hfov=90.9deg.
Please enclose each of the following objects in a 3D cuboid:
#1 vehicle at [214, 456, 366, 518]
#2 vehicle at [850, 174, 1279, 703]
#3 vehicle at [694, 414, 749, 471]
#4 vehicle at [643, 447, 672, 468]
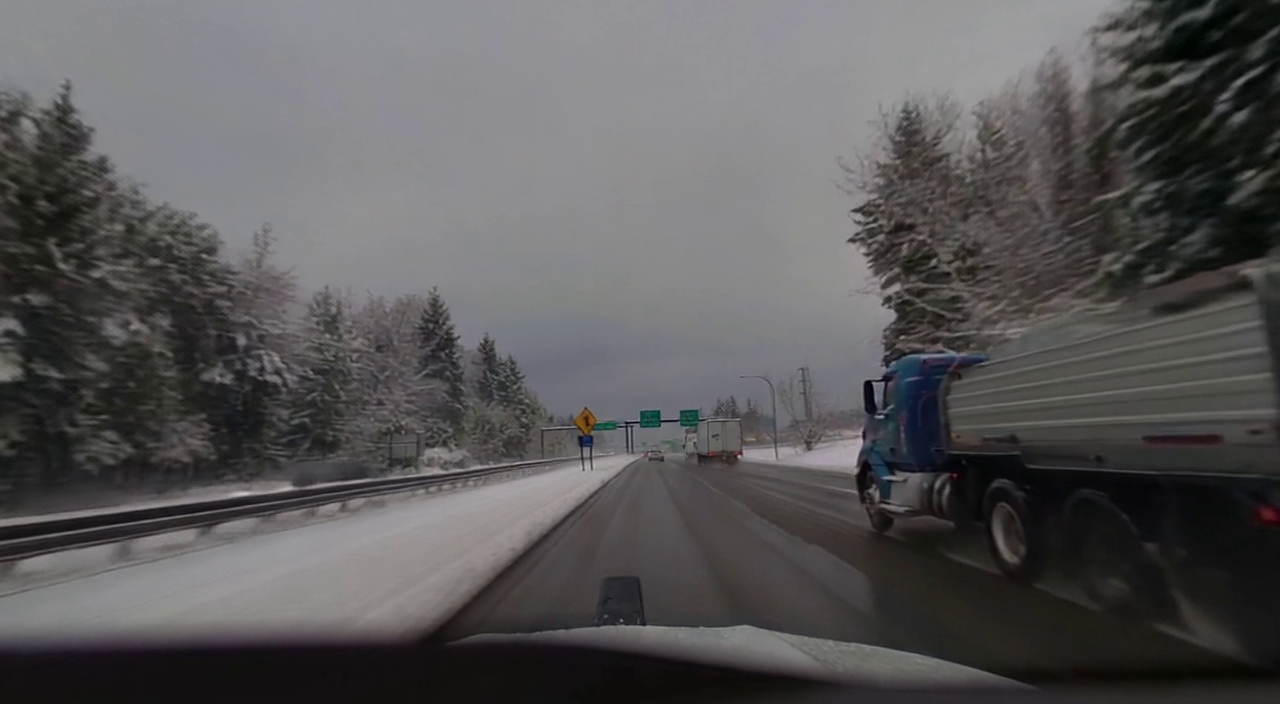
[{"bbox_3d":[-9.772,3.777,18.057,1.835,1.456,4.202,-1,-9,2],"label":"vehicle"},{"bbox_3d":[4.380,0.907,6.015,2.569,2.783,5.984,0,-9,-1],"label":"vehicle"},{"bbox_3d":[5.188,5.983,41.426,2.743,3.367,7.306,0,-9,1],"label":"vehicle"},{"bbox_3d":[1.236,7.780,46.569,2.049,1.500,3.790,0,-9,0],"label":"vehicle"}]
